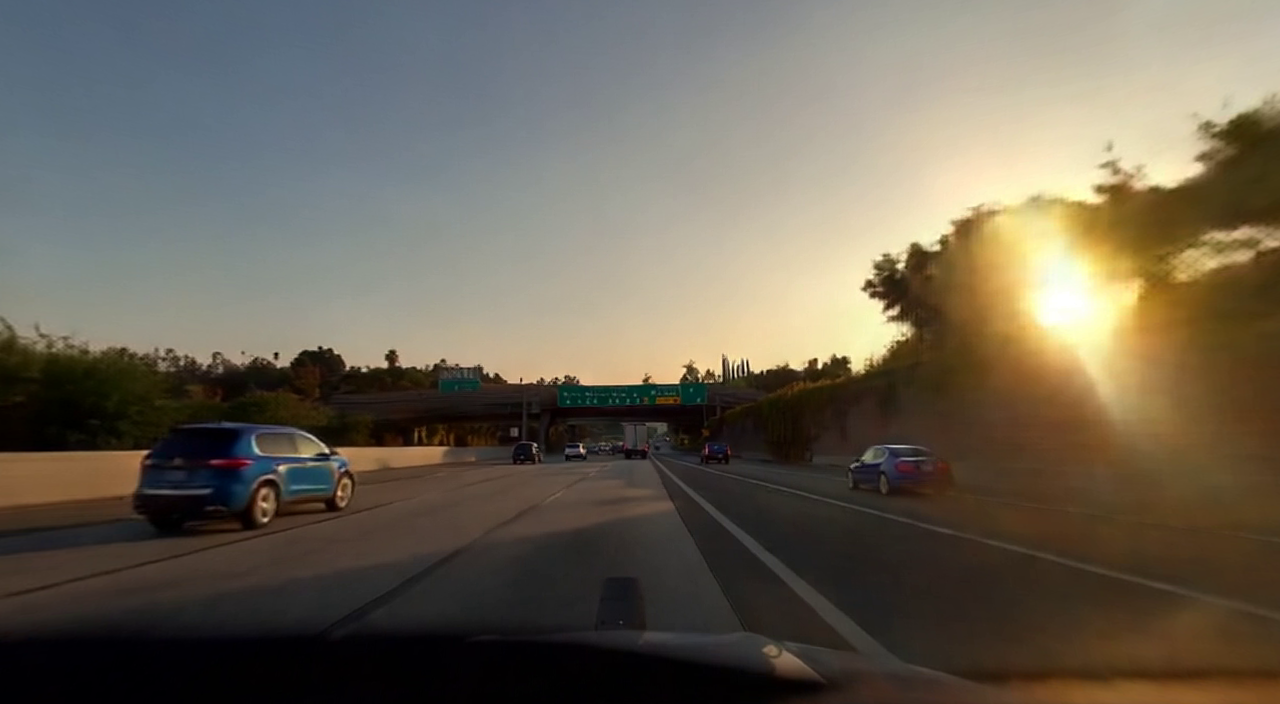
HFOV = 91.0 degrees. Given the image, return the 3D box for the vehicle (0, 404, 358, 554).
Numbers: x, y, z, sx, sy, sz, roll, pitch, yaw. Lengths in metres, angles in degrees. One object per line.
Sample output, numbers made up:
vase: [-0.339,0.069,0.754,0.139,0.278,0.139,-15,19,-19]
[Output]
vehicle: [-6.710,1.875,9.960,2.179,1.753,4.999,0,-9,0]

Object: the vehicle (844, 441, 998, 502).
vehicle: [7.829,3.348,18.154,2.075,1.510,4.569,1,-9,-4]
